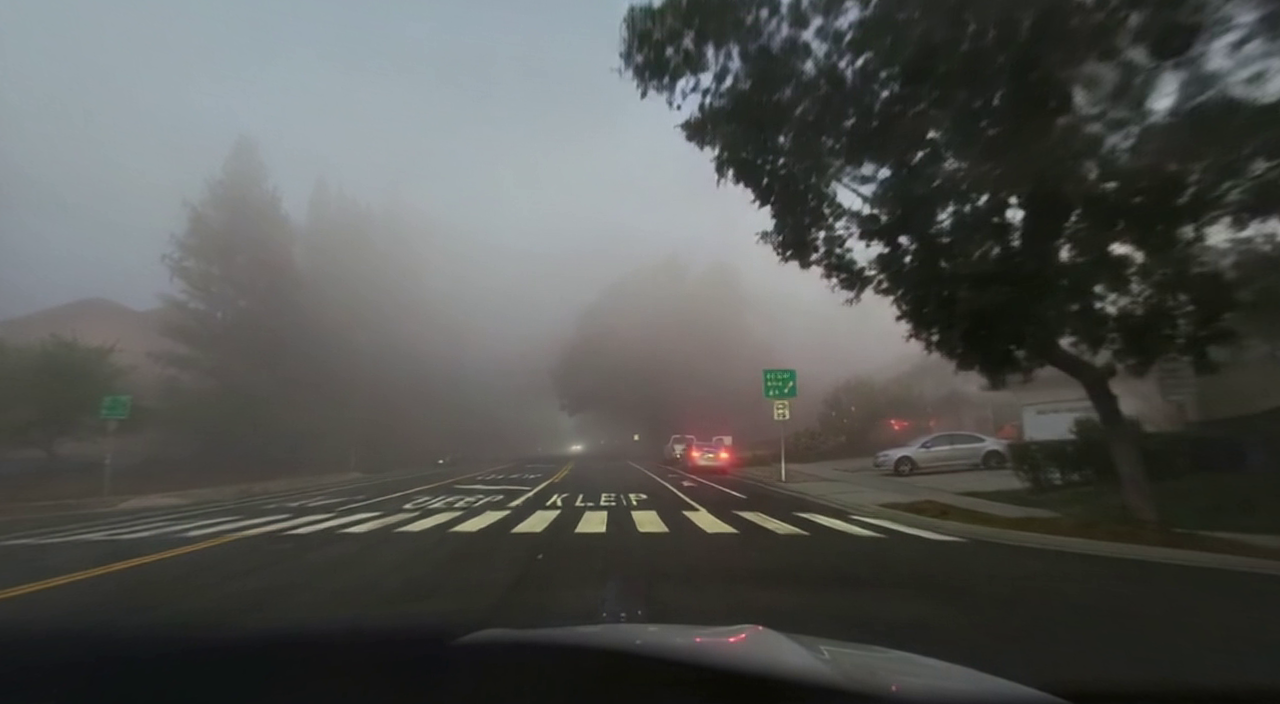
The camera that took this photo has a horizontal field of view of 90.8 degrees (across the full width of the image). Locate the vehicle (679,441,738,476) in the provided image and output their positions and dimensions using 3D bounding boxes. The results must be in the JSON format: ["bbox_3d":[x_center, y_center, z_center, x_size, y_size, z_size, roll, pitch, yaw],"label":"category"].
[{"bbox_3d":[3.093,4.936,29.520,1.919,1.474,4.370,0,-8,-5],"label":"vehicle"}]

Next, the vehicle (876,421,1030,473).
[{"bbox_3d":[10.869,3.323,22.084,4.492,1.619,1.849,-6,-10,35],"label":"vehicle"}]

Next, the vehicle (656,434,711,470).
[{"bbox_3d":[2.368,5.664,36.134,2.293,1.858,5.868,0,-8,-4],"label":"vehicle"}]
